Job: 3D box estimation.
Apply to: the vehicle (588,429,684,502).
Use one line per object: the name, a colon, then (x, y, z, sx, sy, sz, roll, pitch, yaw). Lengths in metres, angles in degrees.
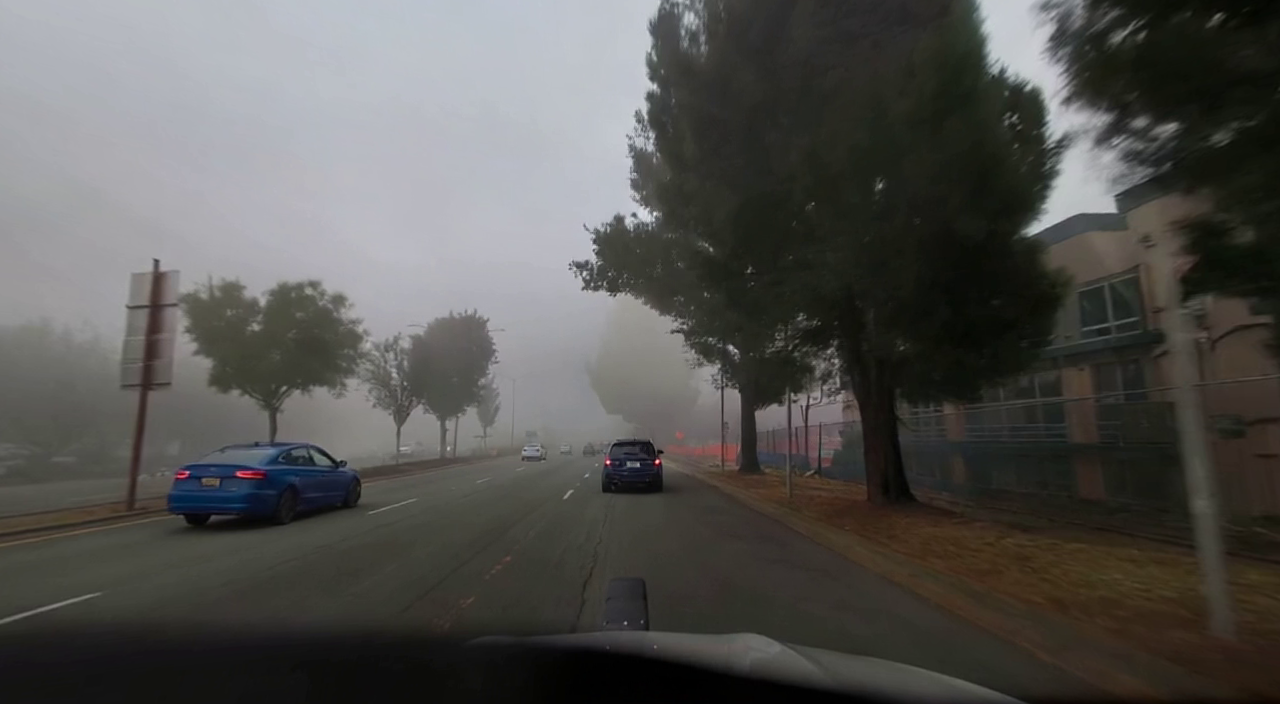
vehicle: (-0.203, 2.927, 16.685, 2.227, 1.654, 4.091, 0, -8, -3)

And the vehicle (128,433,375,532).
vehicle: (-6.871, 2.314, 11.875, 1.877, 1.479, 4.430, 0, -8, -1)
